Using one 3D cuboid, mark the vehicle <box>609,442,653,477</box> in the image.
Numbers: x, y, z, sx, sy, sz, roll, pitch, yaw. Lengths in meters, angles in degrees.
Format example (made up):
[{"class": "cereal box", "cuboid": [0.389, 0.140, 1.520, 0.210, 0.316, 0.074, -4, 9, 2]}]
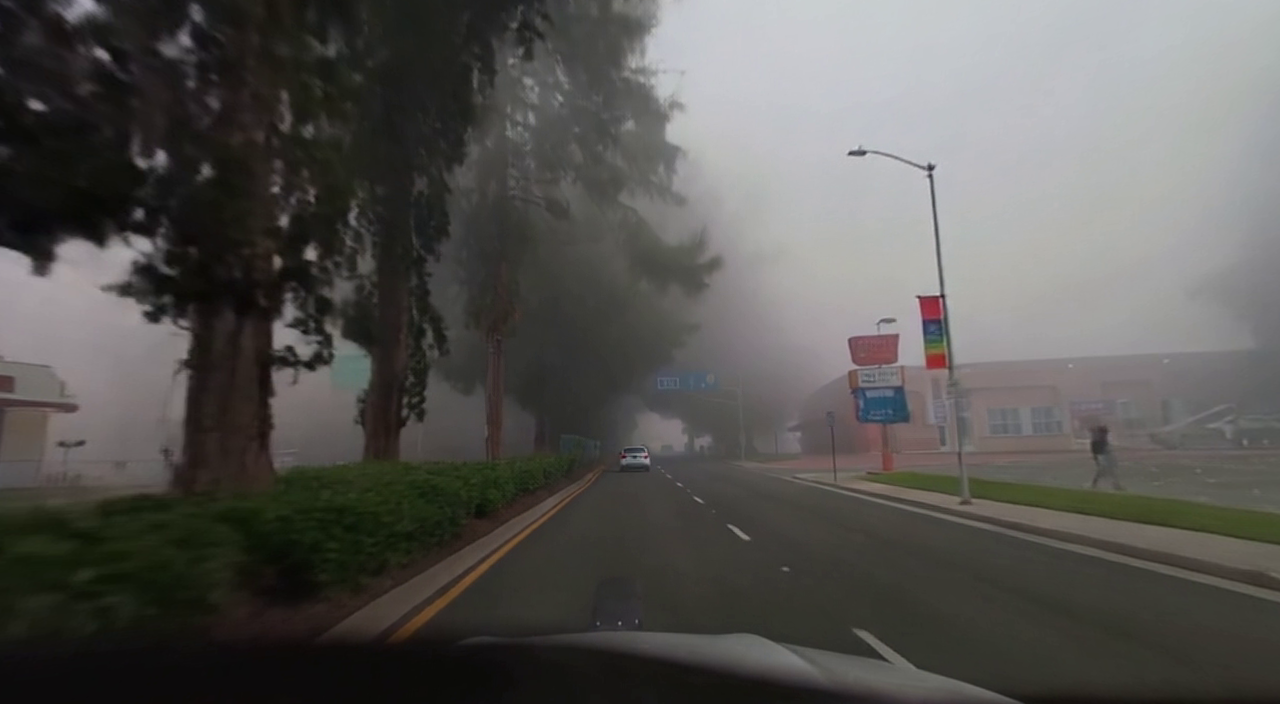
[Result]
[{"class": "vehicle", "cuboid": [-0.438, 5.833, 34.282, 2.235, 1.719, 4.292, 2, -9, 1]}]
